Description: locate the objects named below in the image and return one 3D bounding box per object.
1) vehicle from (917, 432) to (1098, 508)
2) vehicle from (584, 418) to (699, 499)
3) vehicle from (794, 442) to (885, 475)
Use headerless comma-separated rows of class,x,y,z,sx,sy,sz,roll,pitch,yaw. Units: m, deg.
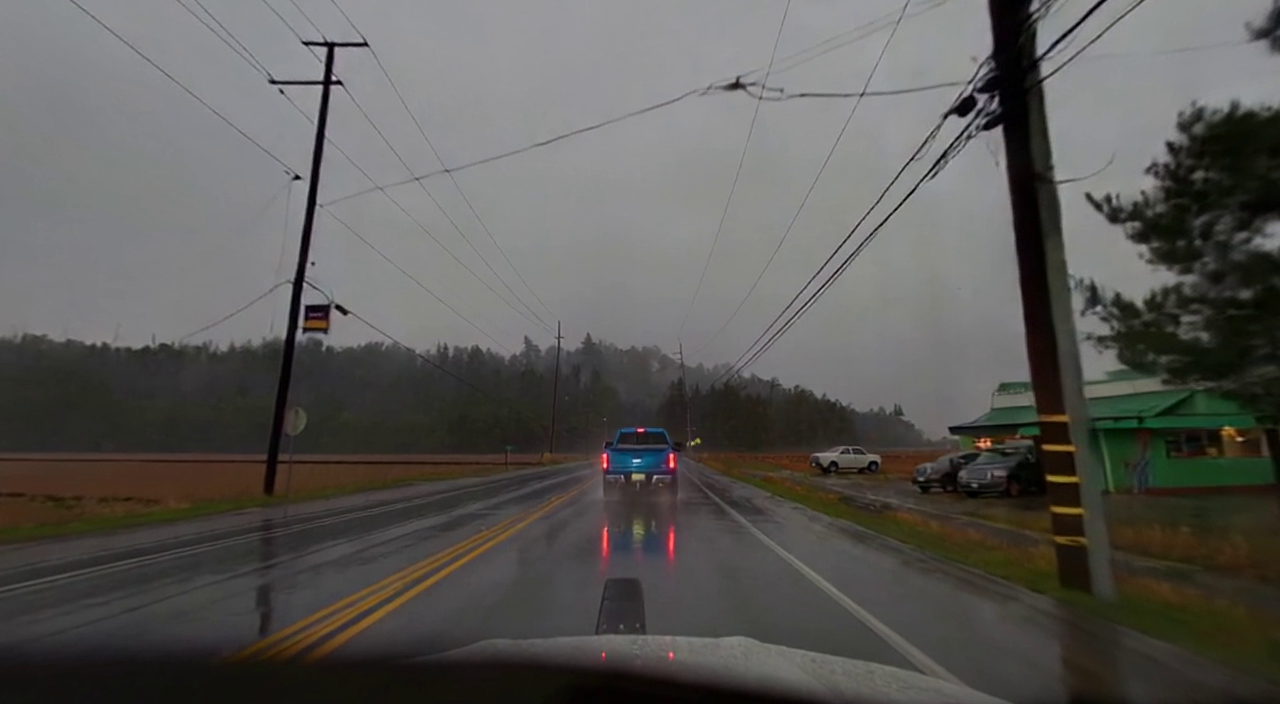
vehicle,11.505,3.573,19.672,5.776,1.936,2.535,6,-8,-33
vehicle,0.086,3.262,19.828,2.921,2.031,7.416,0,-8,1
vehicle,11.604,6.105,36.588,5.304,1.754,2.340,6,-11,-37
